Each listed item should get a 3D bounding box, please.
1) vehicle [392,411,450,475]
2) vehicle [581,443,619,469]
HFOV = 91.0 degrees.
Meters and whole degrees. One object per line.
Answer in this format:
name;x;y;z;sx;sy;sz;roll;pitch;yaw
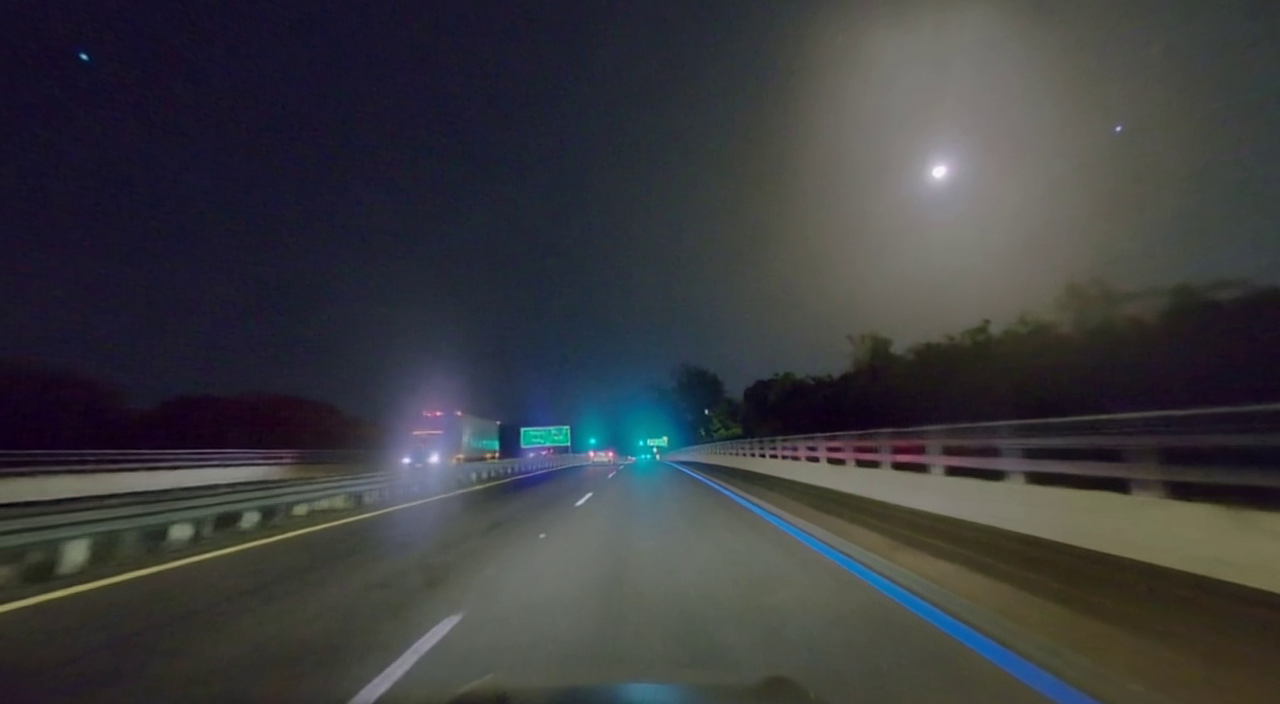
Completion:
vehicle;-15.227;6.318;43.959;2.913;4.275;3.166;0;-7;-1
vehicle;-2.386;6.349;38.661;2.050;1.530;4.144;0;-8;0
